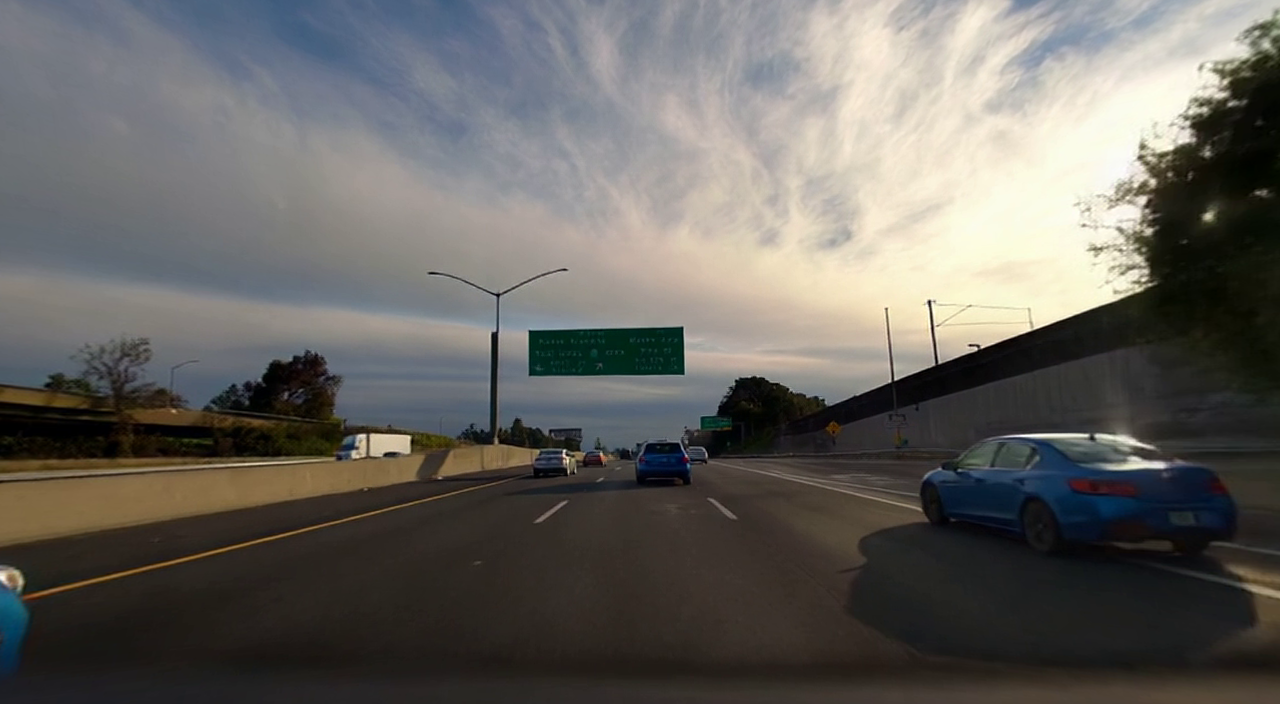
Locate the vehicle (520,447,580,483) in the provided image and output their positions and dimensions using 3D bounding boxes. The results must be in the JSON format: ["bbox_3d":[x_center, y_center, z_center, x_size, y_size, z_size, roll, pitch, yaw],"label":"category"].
[{"bbox_3d":[-3.975,5.070,28.452,2.031,1.491,4.145,0,-9,1],"label":"vehicle"}]

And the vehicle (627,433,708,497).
[{"bbox_3d":[0.712,3.476,19.632,2.202,1.748,4.158,0,-9,-2],"label":"vehicle"}]

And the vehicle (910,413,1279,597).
[{"bbox_3d":[5.461,1.738,7.979,2.055,1.656,4.370,0,-9,-1],"label":"vehicle"}]

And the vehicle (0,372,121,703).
[{"bbox_3d":[-3.964,0.654,1.173,2.160,1.639,4.431,0,-9,0],"label":"vehicle"}]
